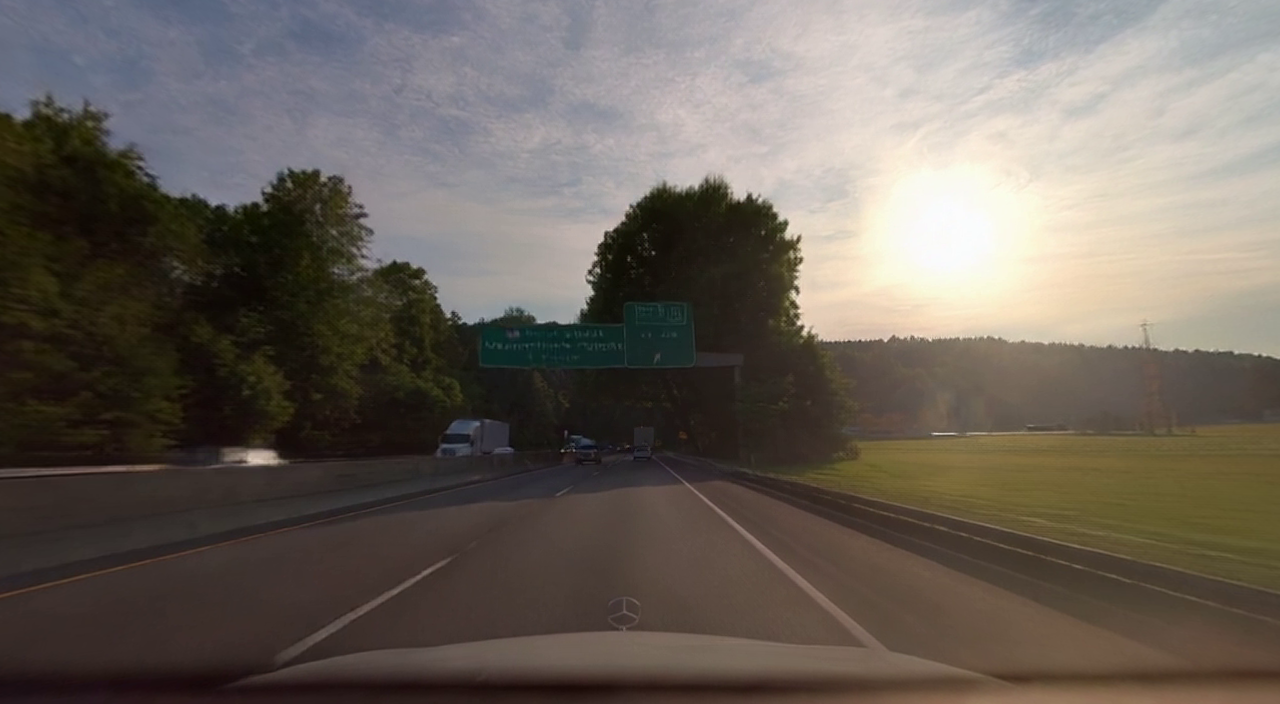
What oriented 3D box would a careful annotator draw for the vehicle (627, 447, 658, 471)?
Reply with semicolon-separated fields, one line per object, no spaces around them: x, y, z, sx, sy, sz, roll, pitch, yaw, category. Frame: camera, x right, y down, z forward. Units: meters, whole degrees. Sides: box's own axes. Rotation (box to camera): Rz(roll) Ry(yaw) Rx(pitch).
0.150;6.714;39.686;1.853;1.436;3.438;0;-9;0;vehicle

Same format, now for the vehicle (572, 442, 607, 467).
-3.644;7.533;46.268;2.097;1.722;4.808;0;-9;1;vehicle
